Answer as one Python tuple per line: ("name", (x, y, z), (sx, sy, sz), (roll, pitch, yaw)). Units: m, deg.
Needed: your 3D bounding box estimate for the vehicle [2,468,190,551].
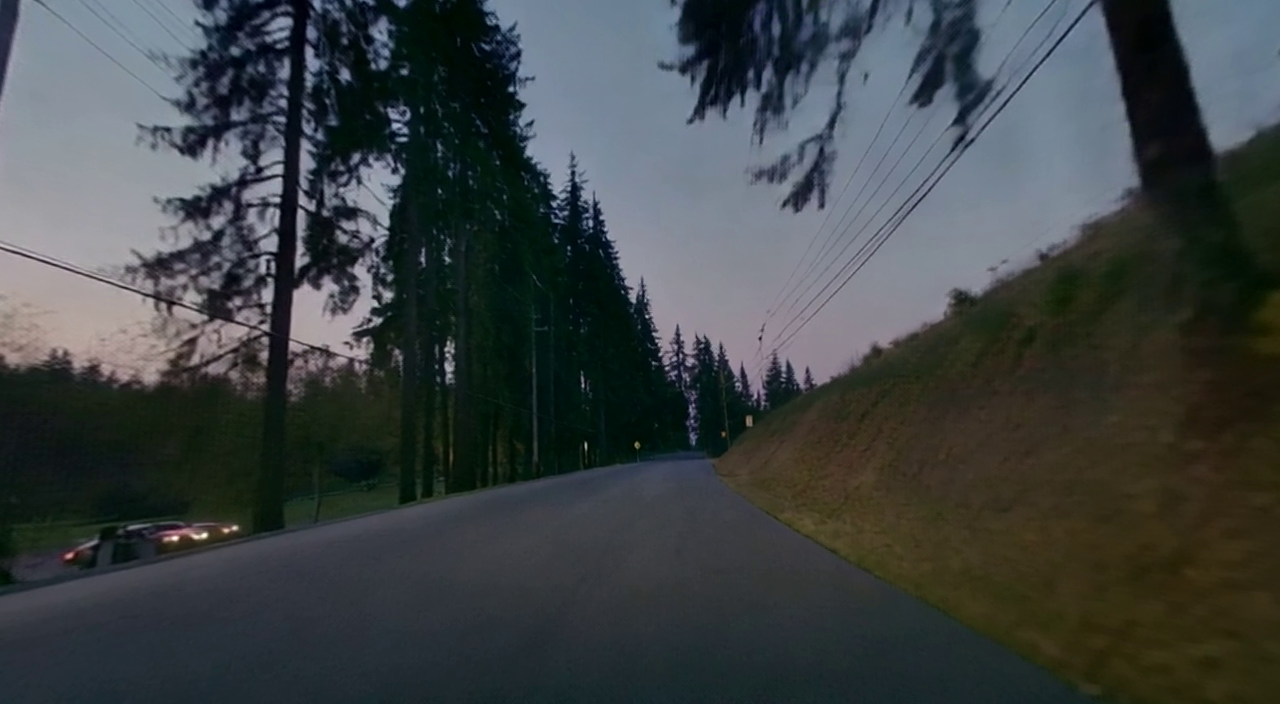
("vehicle", (-13.866, 3.965, 16.491), (2.058, 1.654, 4.273), (2, -9, -17))
